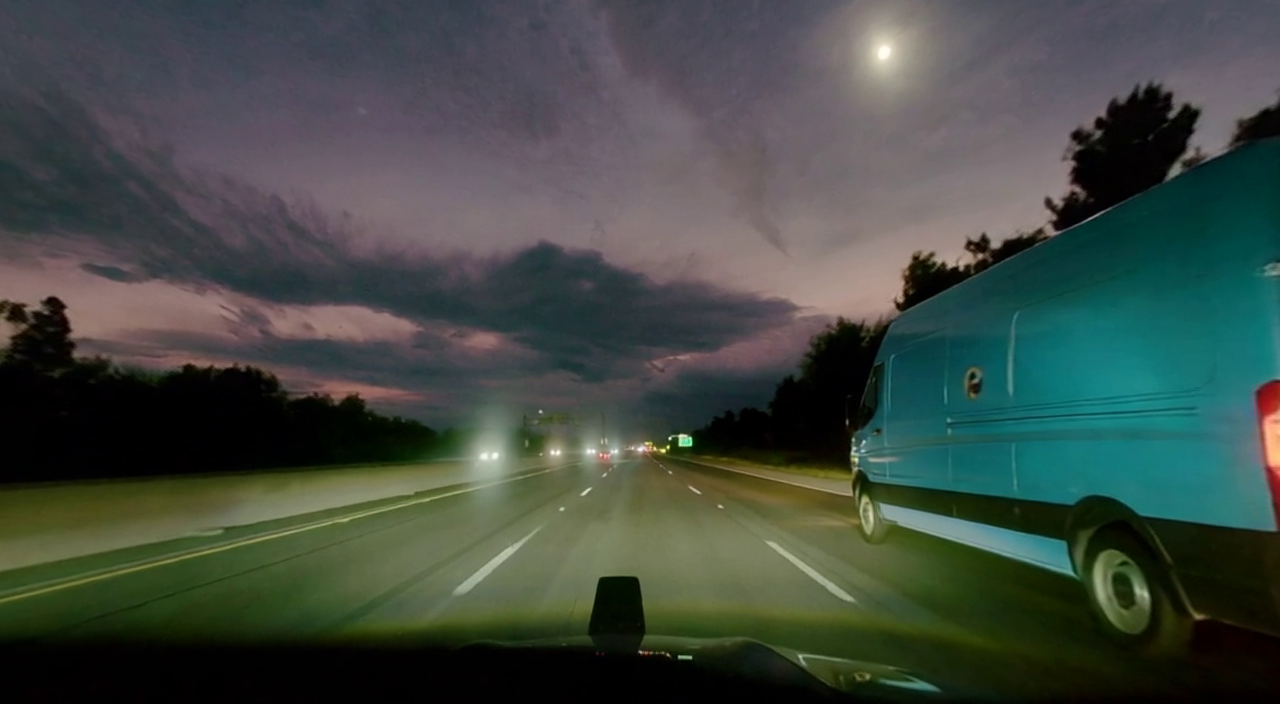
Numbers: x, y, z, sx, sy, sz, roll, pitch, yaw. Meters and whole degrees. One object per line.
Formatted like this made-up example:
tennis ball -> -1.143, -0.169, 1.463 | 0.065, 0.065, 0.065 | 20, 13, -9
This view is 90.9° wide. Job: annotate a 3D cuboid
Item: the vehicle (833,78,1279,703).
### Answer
vehicle -> 4.070, 0.674, 5.596 | 2.527, 2.809, 6.831 | 0, -9, 0
